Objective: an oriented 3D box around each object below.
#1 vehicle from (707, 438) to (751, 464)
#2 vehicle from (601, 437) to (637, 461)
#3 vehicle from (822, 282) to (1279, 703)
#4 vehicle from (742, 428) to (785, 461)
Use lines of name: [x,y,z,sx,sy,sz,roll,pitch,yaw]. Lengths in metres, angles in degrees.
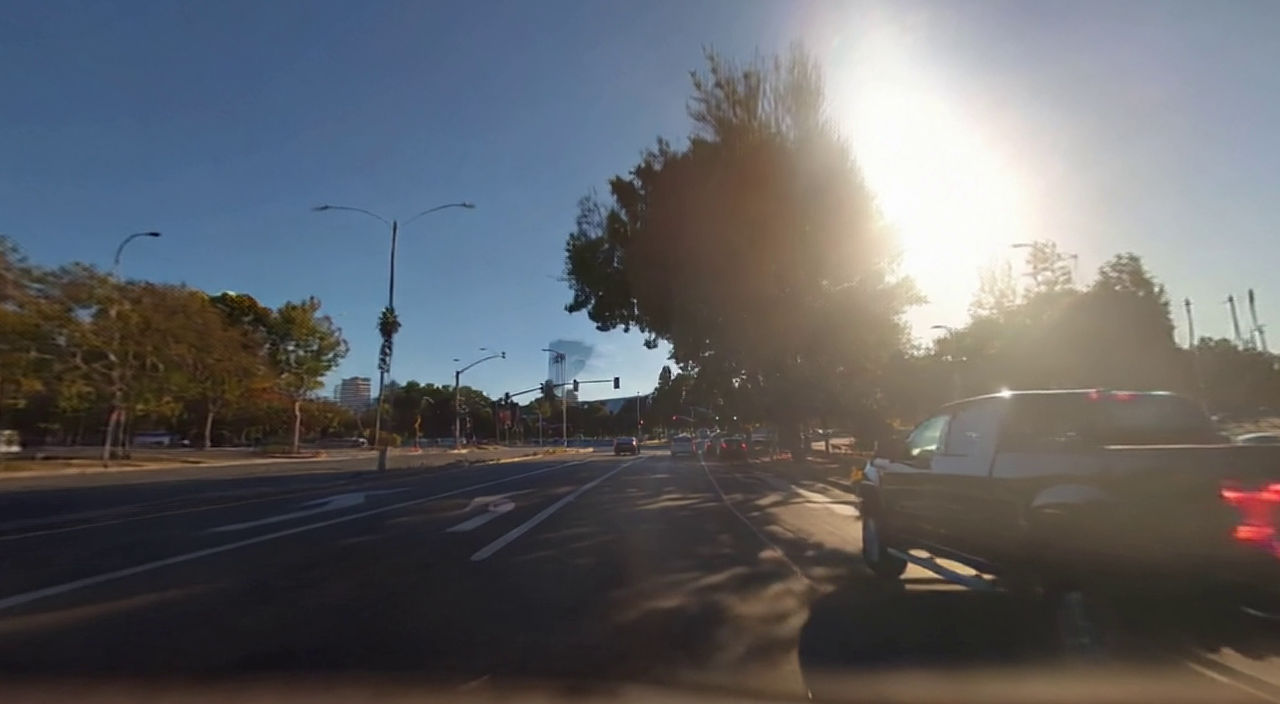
vehicle: [5.596,6.284,40.252,2.292,1.563,4.734,0,-8,2]
vehicle: [-1.386,6.636,43.338,1.958,1.542,4.175,-1,-8,5]
vehicle: [3.238,0.968,4.170,2.333,1.777,5.713,0,-8,0]
vehicle: [8.844,6.678,45.612,2.186,2.202,5.426,0,-8,3]
